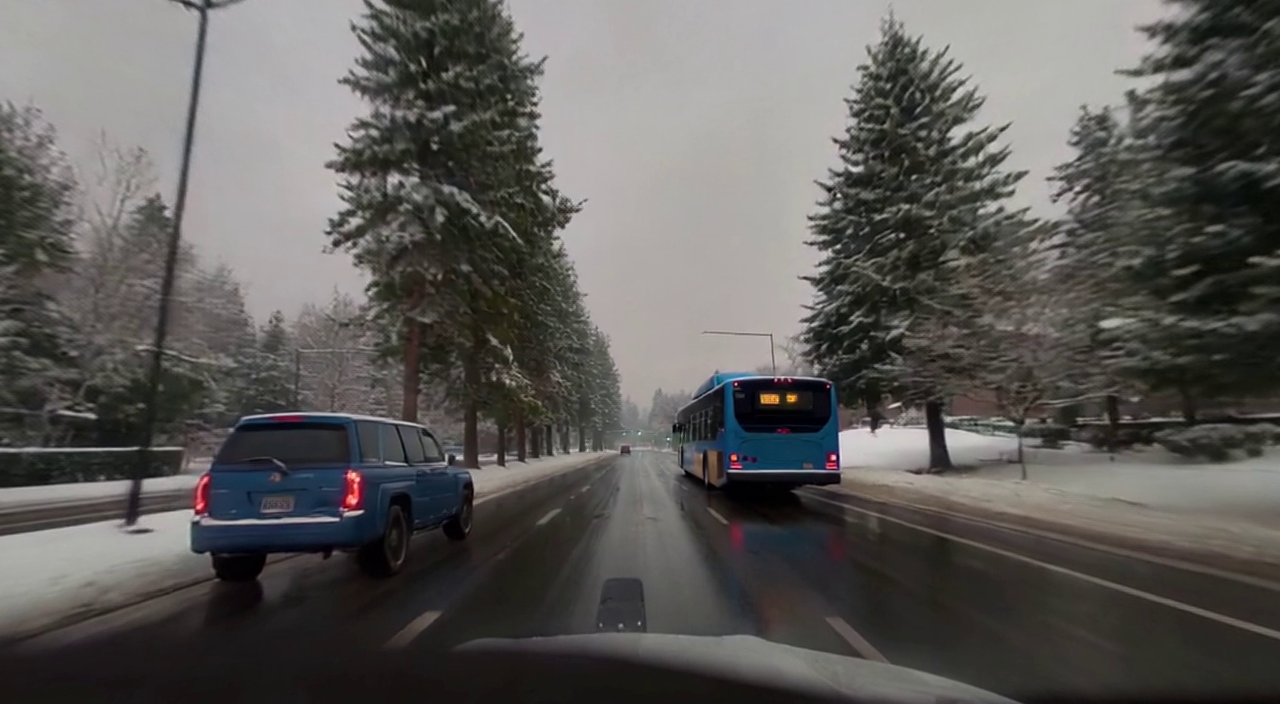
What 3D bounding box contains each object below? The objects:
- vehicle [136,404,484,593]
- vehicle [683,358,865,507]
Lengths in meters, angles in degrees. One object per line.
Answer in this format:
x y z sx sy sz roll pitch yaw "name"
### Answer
-3.696 1.713 8.209 2.111 1.767 4.333 0 -8 1 "vehicle"
3.393 2.703 20.306 3.072 3.278 12.747 0 -8 0 "vehicle"
